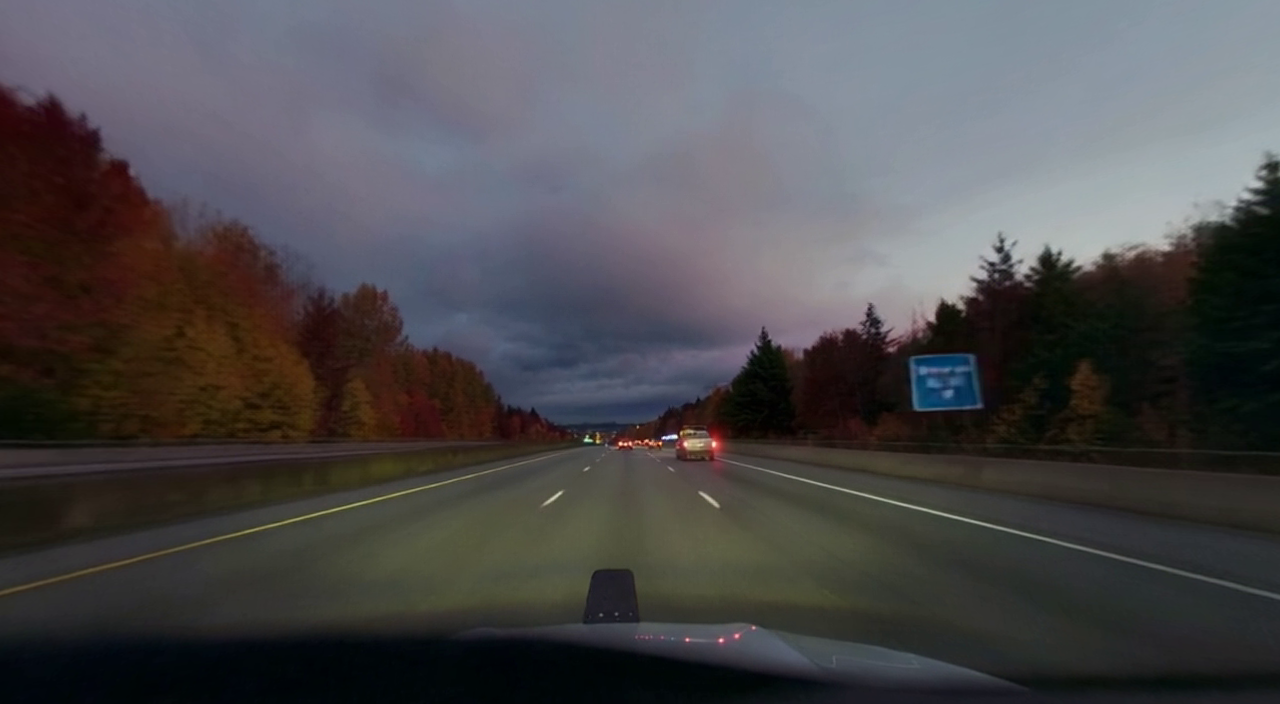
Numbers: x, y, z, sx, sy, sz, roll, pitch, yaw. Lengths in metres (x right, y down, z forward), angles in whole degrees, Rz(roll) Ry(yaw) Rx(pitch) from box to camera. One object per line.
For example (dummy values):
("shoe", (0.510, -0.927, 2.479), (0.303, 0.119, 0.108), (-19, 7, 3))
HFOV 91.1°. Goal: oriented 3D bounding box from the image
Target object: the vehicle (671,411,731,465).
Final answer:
("vehicle", (3.093, 4.534, 33.221), (2.411, 2.614, 5.781), (0, -8, -1))
